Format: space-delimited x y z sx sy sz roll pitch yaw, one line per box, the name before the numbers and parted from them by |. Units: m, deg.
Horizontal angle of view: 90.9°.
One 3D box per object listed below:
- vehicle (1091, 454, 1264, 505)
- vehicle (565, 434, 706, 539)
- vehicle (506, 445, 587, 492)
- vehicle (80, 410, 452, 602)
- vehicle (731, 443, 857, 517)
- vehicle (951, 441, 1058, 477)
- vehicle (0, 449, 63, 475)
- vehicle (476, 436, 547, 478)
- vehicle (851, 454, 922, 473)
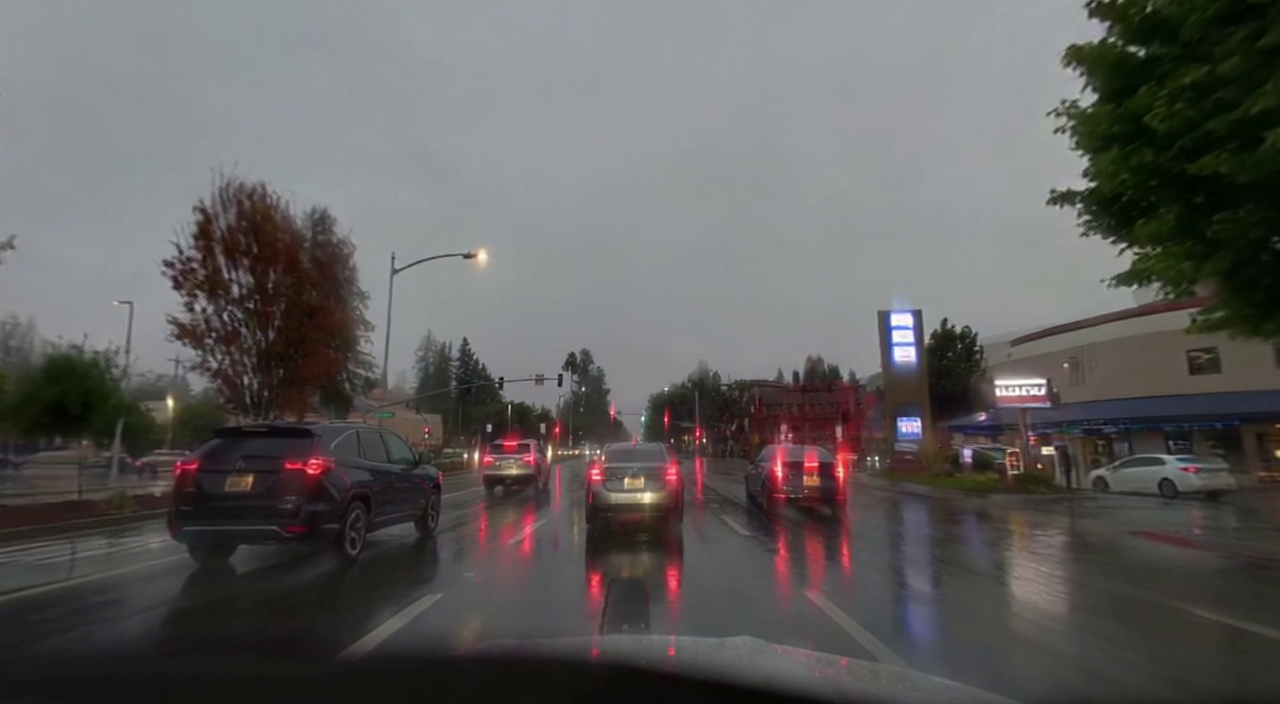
vehicle | 17.351 4.092 20.735 1.860 1.408 4.631 -1 -8 4
vehicle | -0.068 2.327 11.534 2.121 1.563 4.031 0 -8 0
vehicle | -3.189 4.064 22.422 2.126 1.490 4.265 0 -8 2
vehicle | -3.933 1.660 7.662 1.983 1.685 3.997 0 -8 1
vehicle | 3.448 2.927 14.990 1.979 1.485 4.207 0 -8 1
vehicle | 18.007 5.273 31.343 1.907 1.669 4.147 5 -10 -28
vehicle | -47.344 8.311 47.659 4.989 1.852 2.136 5 -10 -30
vehicle | -6.709 5.575 33.787 2.321 2.013 5.640 0 -8 3
vehicle | 19.361 8.773 49.638 4.795 1.457 1.986 0 -9 4
